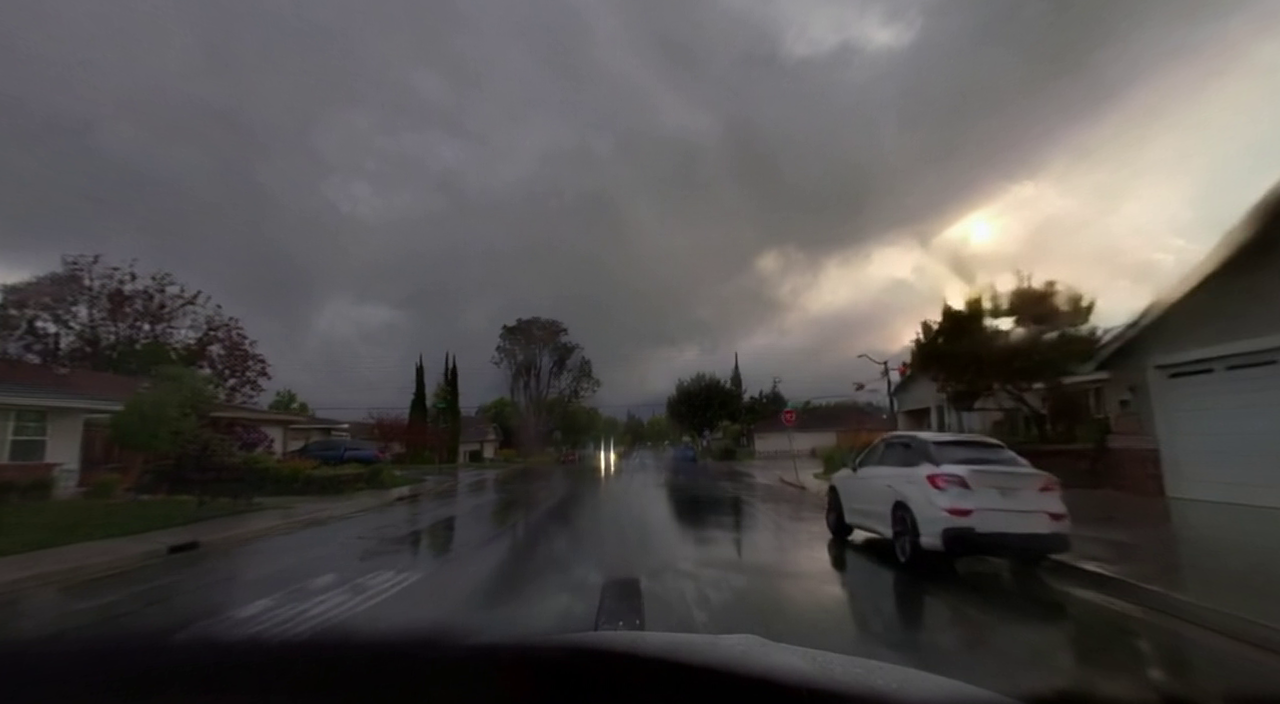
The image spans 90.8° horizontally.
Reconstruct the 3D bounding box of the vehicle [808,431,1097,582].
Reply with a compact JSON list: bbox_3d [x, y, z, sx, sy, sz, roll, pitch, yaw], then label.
[{"bbox_3d":[3.771,1.906,8.602,1.975,1.528,4.000,0,-9,2],"label":"vehicle"}]
